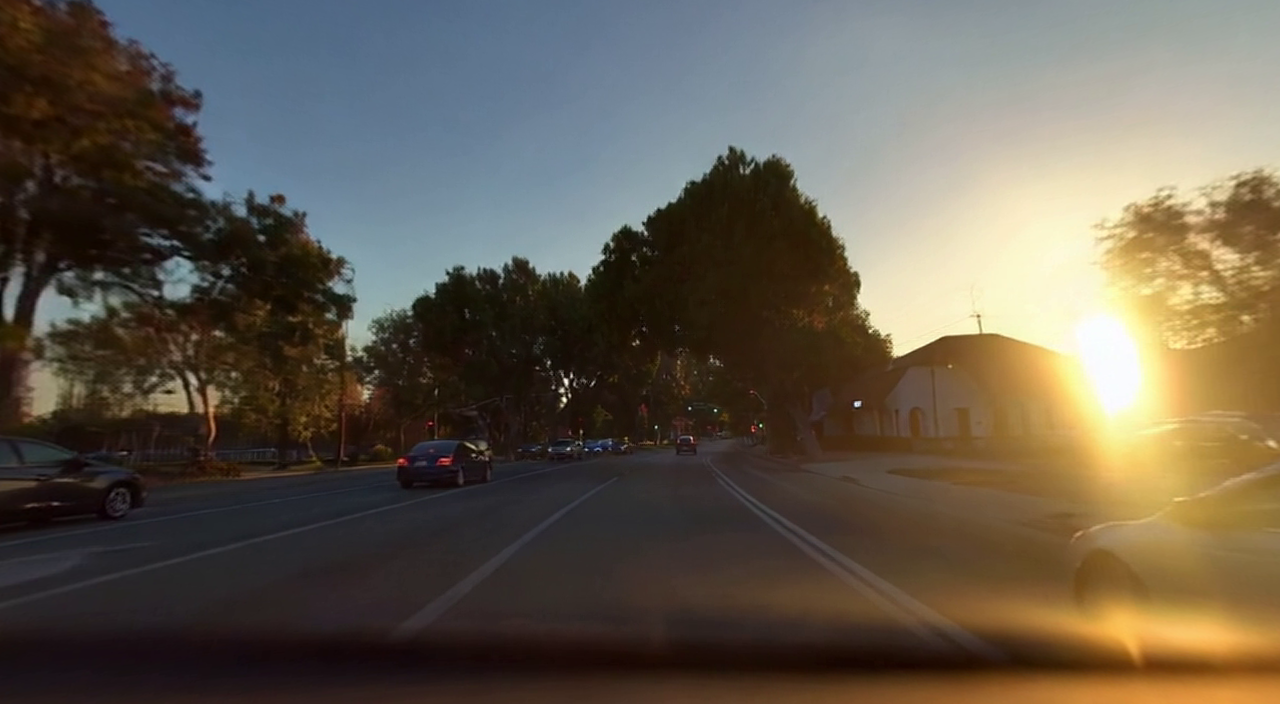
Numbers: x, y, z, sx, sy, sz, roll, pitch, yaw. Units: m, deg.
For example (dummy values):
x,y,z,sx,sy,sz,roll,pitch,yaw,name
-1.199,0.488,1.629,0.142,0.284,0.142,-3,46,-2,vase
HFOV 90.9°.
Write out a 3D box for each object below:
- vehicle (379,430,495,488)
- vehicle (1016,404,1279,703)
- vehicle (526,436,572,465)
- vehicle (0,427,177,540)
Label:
x,y,z,sx,sy,sz,roll,pitch,yaw,name
-6.206,3.318,19.902,1.988,1.597,4.404,0,-8,3,vehicle
3.851,0.930,2.395,2.003,1.494,4.705,0,-8,1,vehicle
-5.341,5.816,37.460,1.870,1.616,3.765,-1,-8,5,vehicle
-9.852,1.966,9.719,1.951,1.554,4.444,0,-8,2,vehicle
